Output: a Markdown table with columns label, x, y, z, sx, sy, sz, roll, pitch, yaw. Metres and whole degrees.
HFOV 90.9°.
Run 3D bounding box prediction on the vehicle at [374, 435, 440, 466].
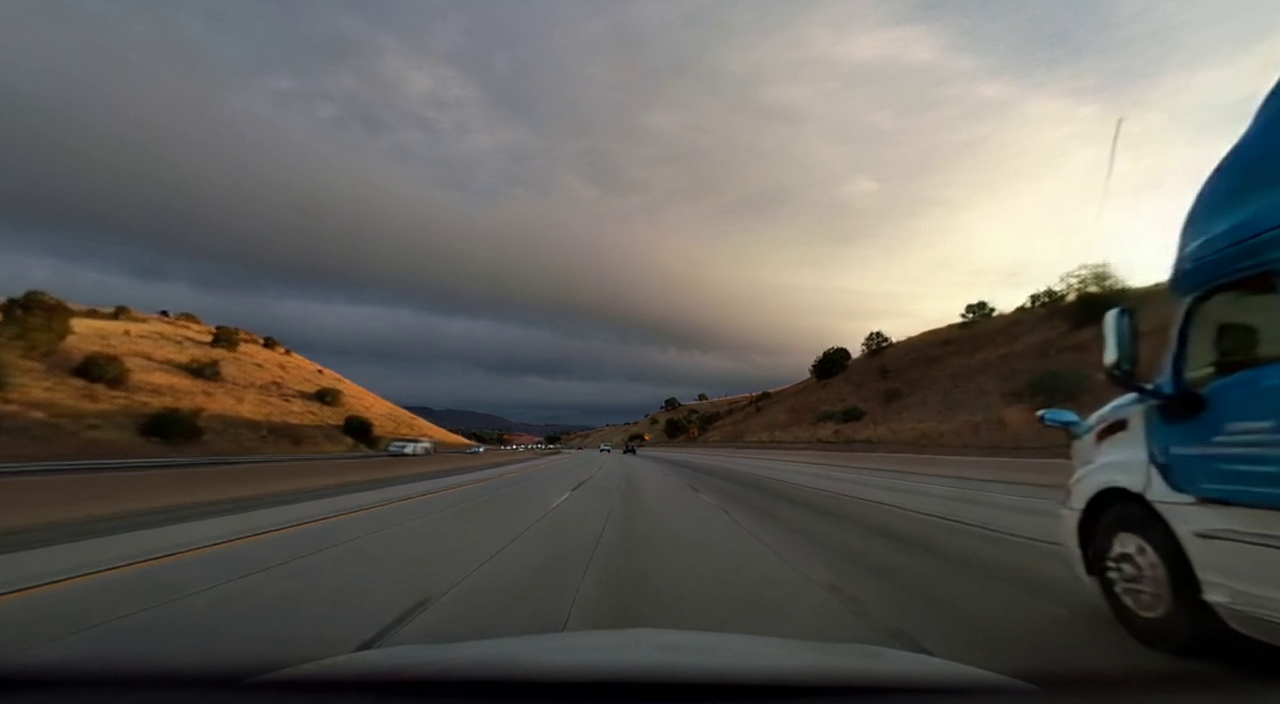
| label | x | y | z | sx | sy | sz | roll | pitch | yaw |
| --- | --- | --- | --- | --- | --- | --- | --- | --- | --- |
| vehicle | -15.277 | 6.475 | 41.745 | 2.249 | 1.861 | 5.837 | 0 | -8 | -1 |
